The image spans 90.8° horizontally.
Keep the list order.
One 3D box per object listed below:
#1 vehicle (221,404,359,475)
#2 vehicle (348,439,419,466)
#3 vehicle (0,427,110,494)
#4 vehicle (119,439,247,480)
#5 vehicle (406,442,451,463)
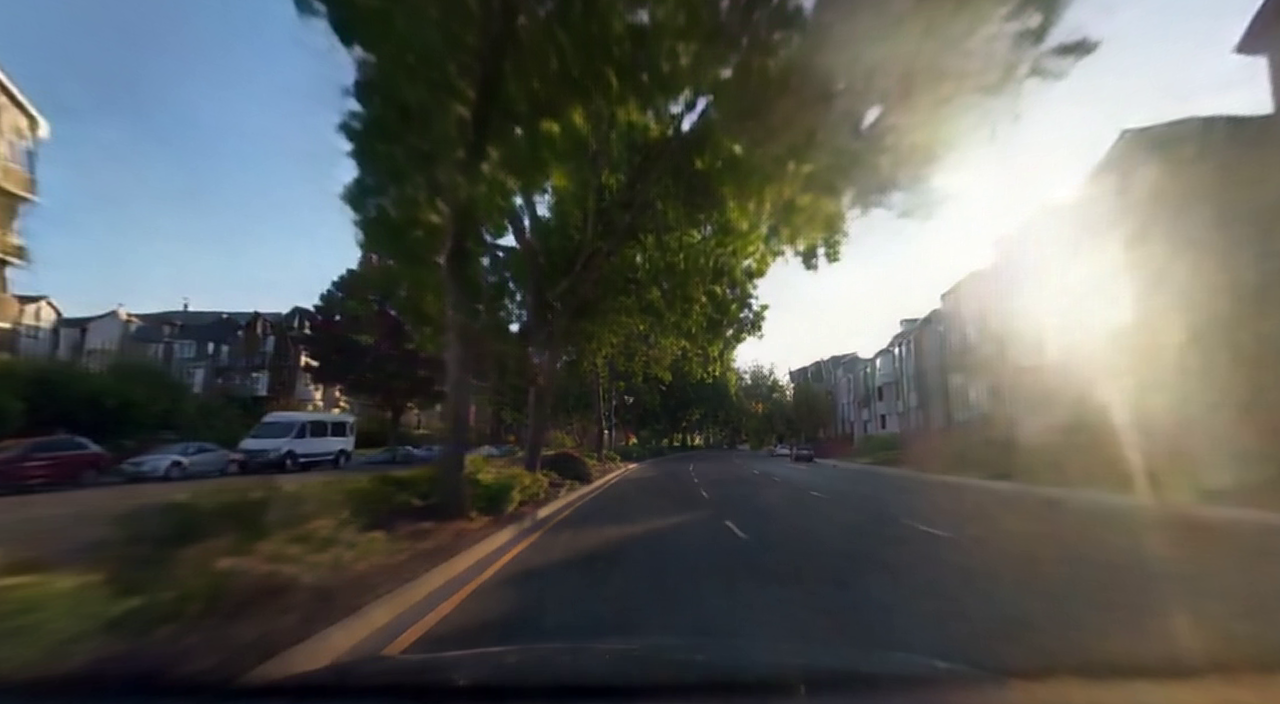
[{"bbox_3d":[-17.853,4.576,32.886,2.766,3.279,6.821,-1,-9,5],"label":"vehicle"},{"bbox_3d":[-17.179,6.785,42.727,2.076,1.703,5.595,-1,-9,5],"label":"vehicle"},{"bbox_3d":[-18.775,3.195,18.690,2.001,1.836,4.746,-1,-9,0],"label":"vehicle"},{"bbox_3d":[-18.407,4.375,25.744,1.808,1.531,4.366,0,-9,2],"label":"vehicle"},{"bbox_3d":[-16.561,7.911,49.737,1.854,1.490,4.331,-3,-9,3],"label":"vehicle"}]
